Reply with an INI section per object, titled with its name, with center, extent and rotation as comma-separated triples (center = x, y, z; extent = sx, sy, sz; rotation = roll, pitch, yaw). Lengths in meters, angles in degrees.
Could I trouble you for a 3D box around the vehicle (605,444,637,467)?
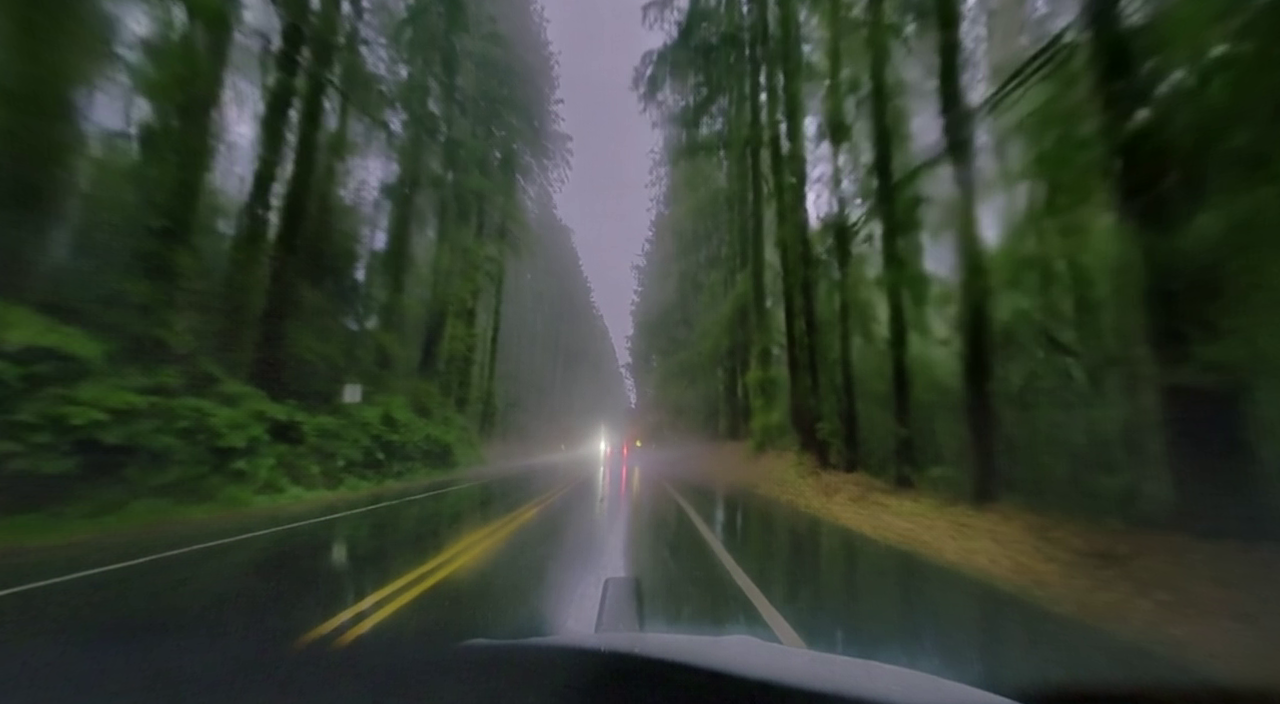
[vehicle]
center = -1.269, 6.845, 41.916
extent = 2.042, 1.489, 3.963
rotation = 1, -9, -2
